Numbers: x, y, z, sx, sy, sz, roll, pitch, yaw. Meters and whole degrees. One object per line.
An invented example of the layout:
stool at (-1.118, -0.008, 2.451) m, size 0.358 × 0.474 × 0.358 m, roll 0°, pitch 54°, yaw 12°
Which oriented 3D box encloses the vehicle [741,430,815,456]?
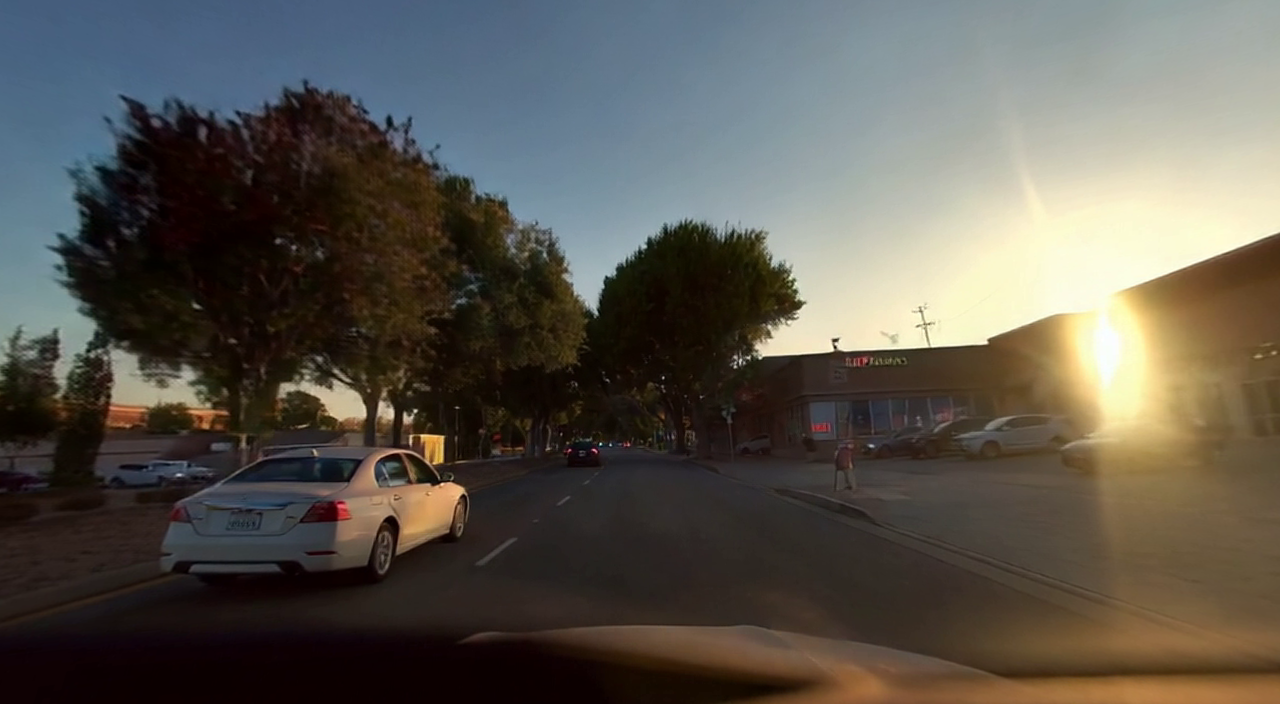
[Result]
vehicle at (10.476, 6.933, 48.137) m, size 5.130 × 1.902 × 2.056 m, roll 0°, pitch -9°, yaw -1°

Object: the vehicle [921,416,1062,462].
vehicle at (13.299, 3.321, 24.099) m, size 4.165 × 1.650 × 1.946 m, roll 0°, pitch -9°, yaw -3°

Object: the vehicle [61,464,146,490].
vehicle at (-36.342, 8.452, 42.954) m, size 1.965 × 1.470 × 4.482 m, roll 0°, pitch -9°, yaw -3°

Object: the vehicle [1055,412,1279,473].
vehicle at (13.422, 2.299, 16.023) m, size 4.470 × 1.427 × 1.872 m, roll 0°, pitch -9°, yaw -2°

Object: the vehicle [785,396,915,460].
vehicle at (12.219, 4.501, 37.184) m, size 6.427 × 3.417 × 2.845 m, roll -2°, pitch -8°, yaw -2°

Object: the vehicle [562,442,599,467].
vehicle at (-3.650, 6.363, 39.457) m, size 1.955 × 1.461 × 4.396 m, roll 0°, pitch -9°, yaw -1°

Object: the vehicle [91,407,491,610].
vehicle at (-3.433, 1.643, 7.563) m, size 2.126 × 1.655 × 4.560 m, roll 0°, pitch -9°, yaw 1°
